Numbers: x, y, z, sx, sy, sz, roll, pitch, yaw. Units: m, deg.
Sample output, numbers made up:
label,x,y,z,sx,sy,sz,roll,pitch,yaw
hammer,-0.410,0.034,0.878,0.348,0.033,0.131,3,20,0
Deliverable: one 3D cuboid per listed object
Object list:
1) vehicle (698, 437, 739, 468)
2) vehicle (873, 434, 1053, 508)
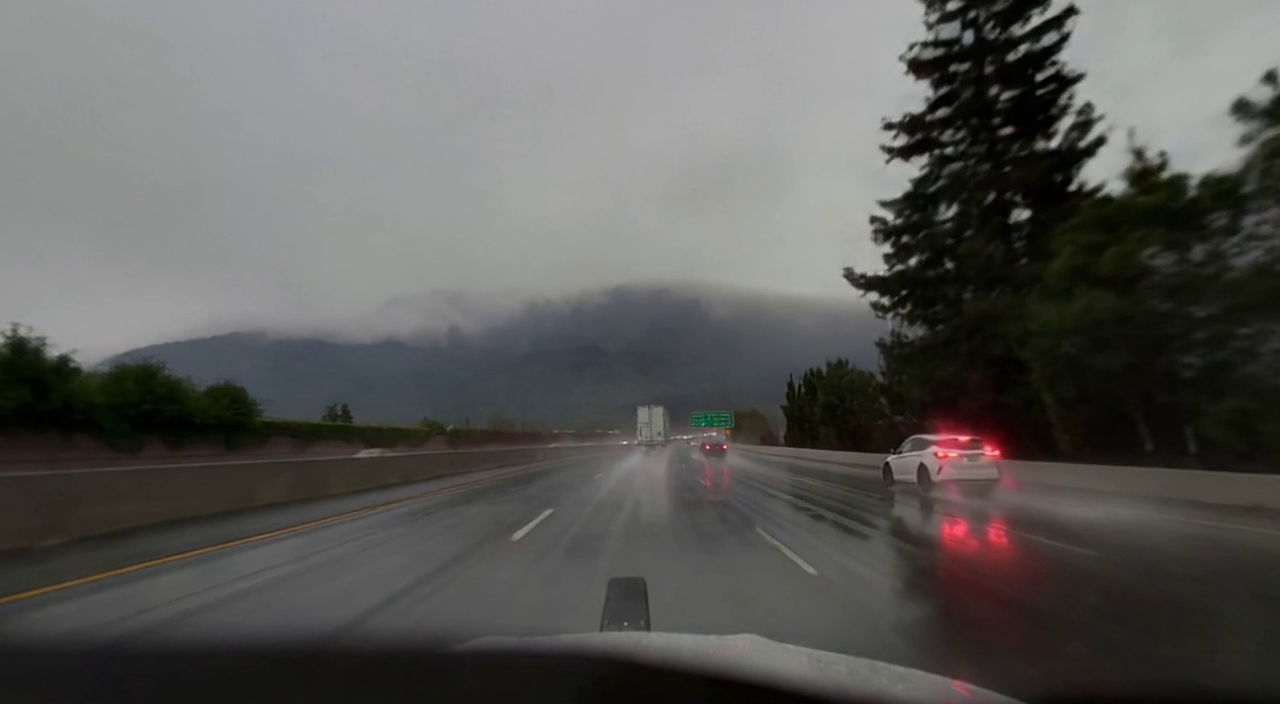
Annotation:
label,x,y,z,sx,sy,sz,roll,pitch,yaw
vehicle,4.467,5.762,36.313,1.880,1.624,3.941,0,-8,1
vehicle,7.213,2.677,14.656,1.982,1.440,4.171,0,-8,0
